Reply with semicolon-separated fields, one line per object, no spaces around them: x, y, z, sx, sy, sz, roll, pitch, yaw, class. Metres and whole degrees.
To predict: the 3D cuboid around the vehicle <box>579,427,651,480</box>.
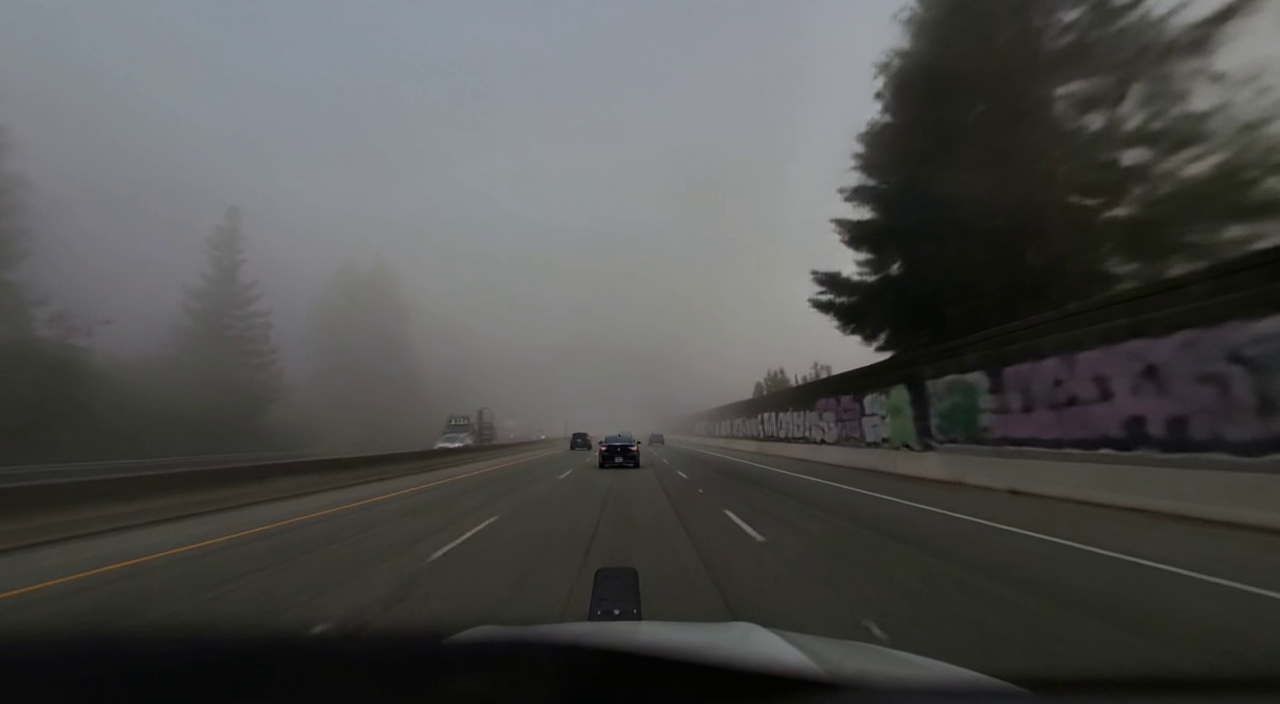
-0.739;3.137;19.784;2.044;1.477;3.693;0;-8;-1;vehicle

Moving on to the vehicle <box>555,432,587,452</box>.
-5.188;6.831;47.969;2.022;1.440;4.491;0;-8;-1;vehicle

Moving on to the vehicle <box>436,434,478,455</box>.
-13.098;6.638;45.336;1.845;1.450;4.126;0;-8;-1;vehicle
